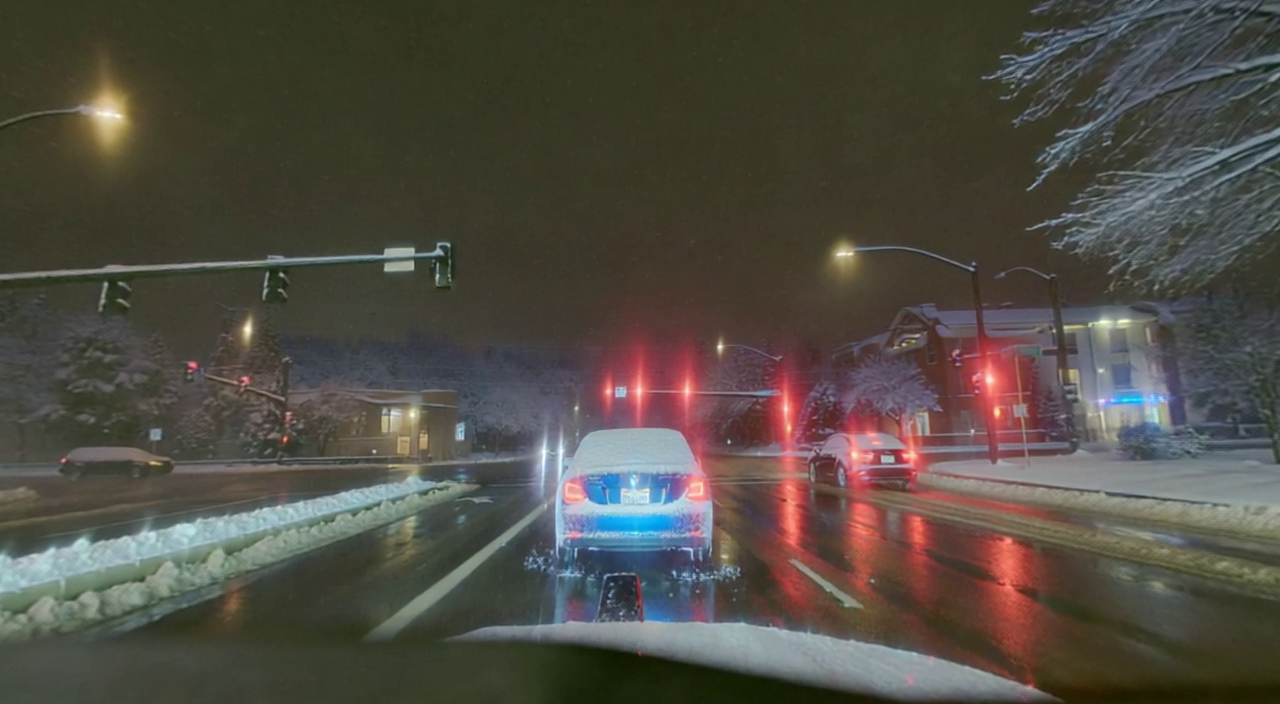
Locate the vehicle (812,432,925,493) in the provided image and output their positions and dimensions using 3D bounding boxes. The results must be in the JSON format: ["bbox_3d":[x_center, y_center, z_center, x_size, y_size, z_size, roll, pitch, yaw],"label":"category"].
[{"bbox_3d":[7.055,3.444,20.060,2.039,1.692,4.319,0,-8,1],"label":"vehicle"}]

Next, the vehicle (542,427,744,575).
[{"bbox_3d":[-0.021,1.835,8.638,2.070,1.488,4.206,0,-8,-2],"label":"vehicle"}]

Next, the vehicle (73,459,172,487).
[{"bbox_3d":[-32.391,7.551,39.649,4.401,1.625,1.863,0,-8,-4],"label":"vehicle"}]
